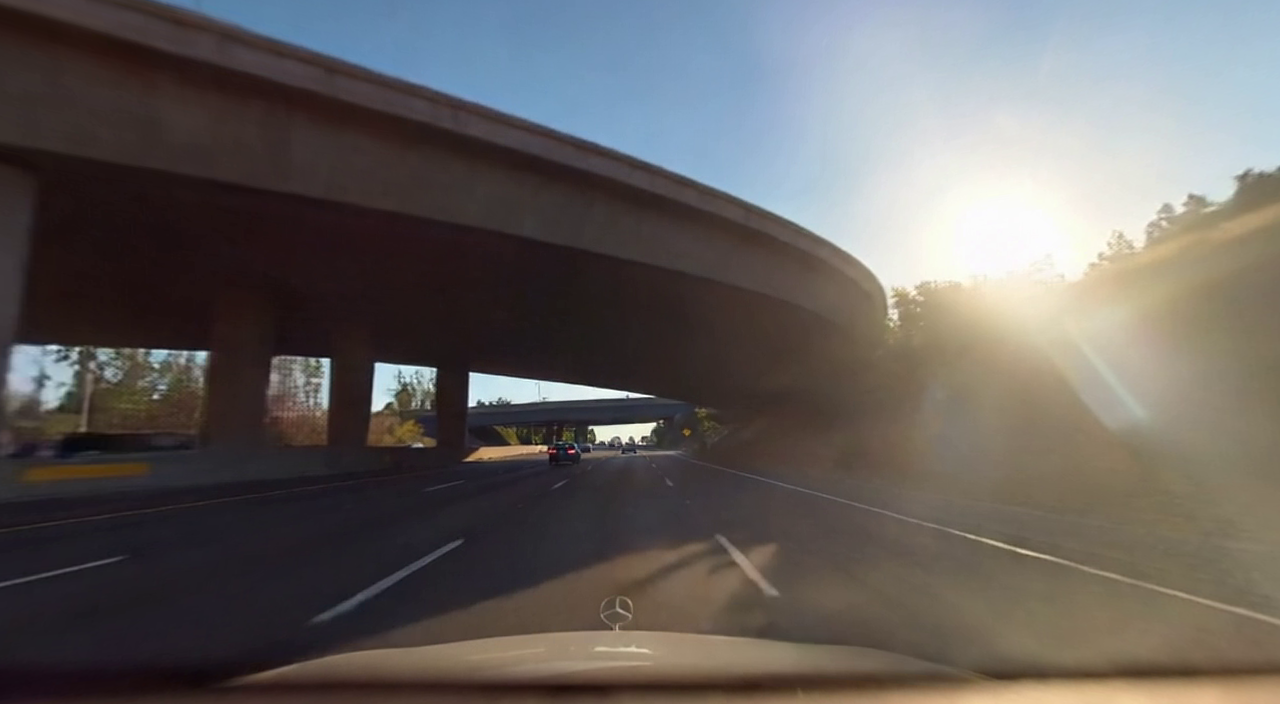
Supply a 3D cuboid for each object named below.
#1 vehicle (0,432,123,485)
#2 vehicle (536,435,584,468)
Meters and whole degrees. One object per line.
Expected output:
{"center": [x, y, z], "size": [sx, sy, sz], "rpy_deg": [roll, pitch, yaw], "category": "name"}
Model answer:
{"center": [-17.445, 3.091, 18.631], "size": [1.532, 1.391, 3.350], "rpy_deg": [0, -8, -1], "category": "vehicle"}
{"center": [-4.454, 5.612, 35.811], "size": [2.102, 1.727, 4.704], "rpy_deg": [0, -8, 0], "category": "vehicle"}
